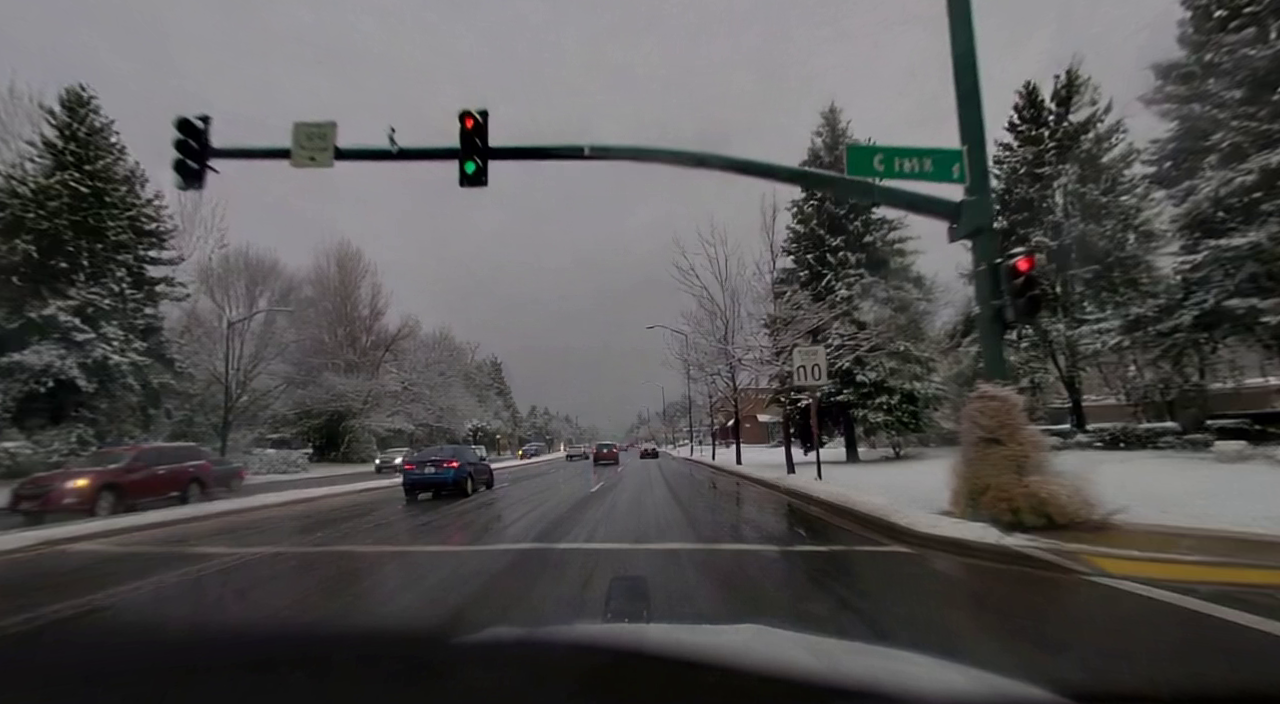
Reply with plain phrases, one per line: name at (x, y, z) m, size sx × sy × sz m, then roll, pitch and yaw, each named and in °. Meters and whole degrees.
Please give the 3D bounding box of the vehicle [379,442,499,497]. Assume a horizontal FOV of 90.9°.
vehicle at (-5.787, 3.406, 18.780) m, size 2.072 × 1.427 × 4.328 m, roll 0°, pitch -8°, yaw 1°

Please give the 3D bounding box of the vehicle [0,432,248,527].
vehicle at (-11.008, 2.660, 13.728) m, size 2.027 × 1.707 × 4.372 m, roll 0°, pitch -8°, yaw 1°
